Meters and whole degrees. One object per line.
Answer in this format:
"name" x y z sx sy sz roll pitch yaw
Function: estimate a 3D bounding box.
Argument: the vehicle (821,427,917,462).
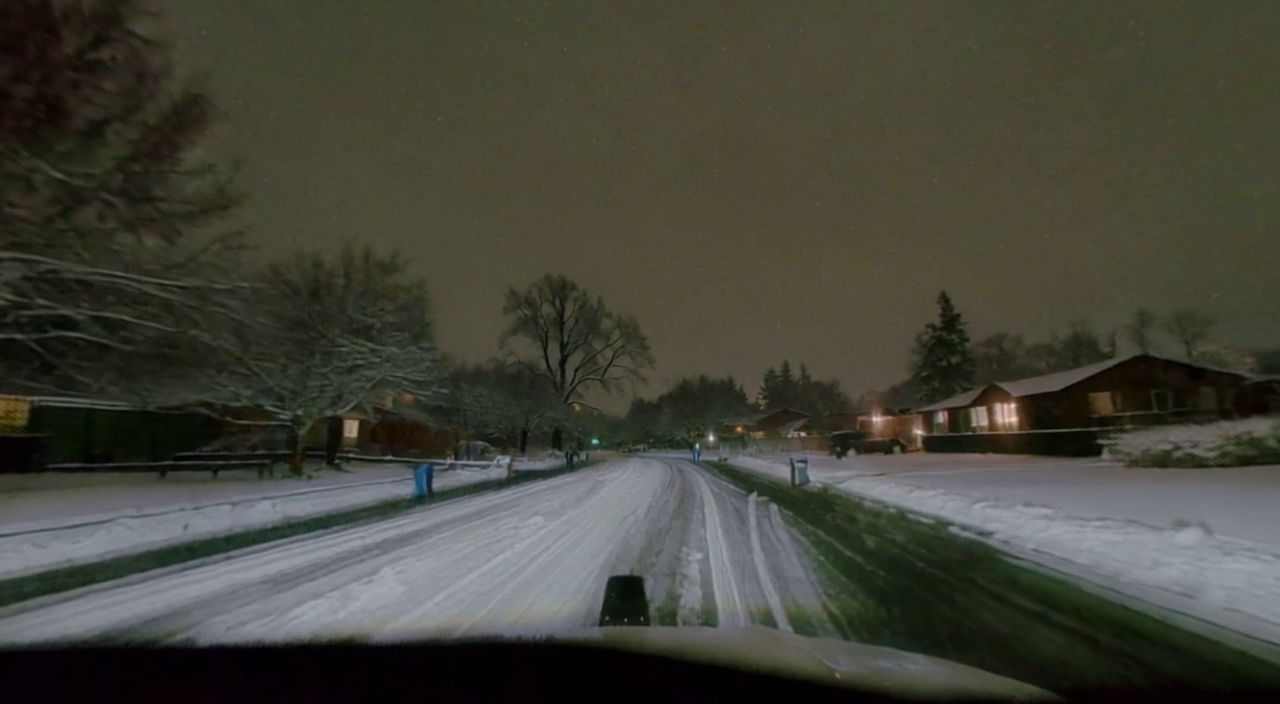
"vehicle" 12.862 5.208 35.529 4.581 1.853 2.024 2 -8 -7
